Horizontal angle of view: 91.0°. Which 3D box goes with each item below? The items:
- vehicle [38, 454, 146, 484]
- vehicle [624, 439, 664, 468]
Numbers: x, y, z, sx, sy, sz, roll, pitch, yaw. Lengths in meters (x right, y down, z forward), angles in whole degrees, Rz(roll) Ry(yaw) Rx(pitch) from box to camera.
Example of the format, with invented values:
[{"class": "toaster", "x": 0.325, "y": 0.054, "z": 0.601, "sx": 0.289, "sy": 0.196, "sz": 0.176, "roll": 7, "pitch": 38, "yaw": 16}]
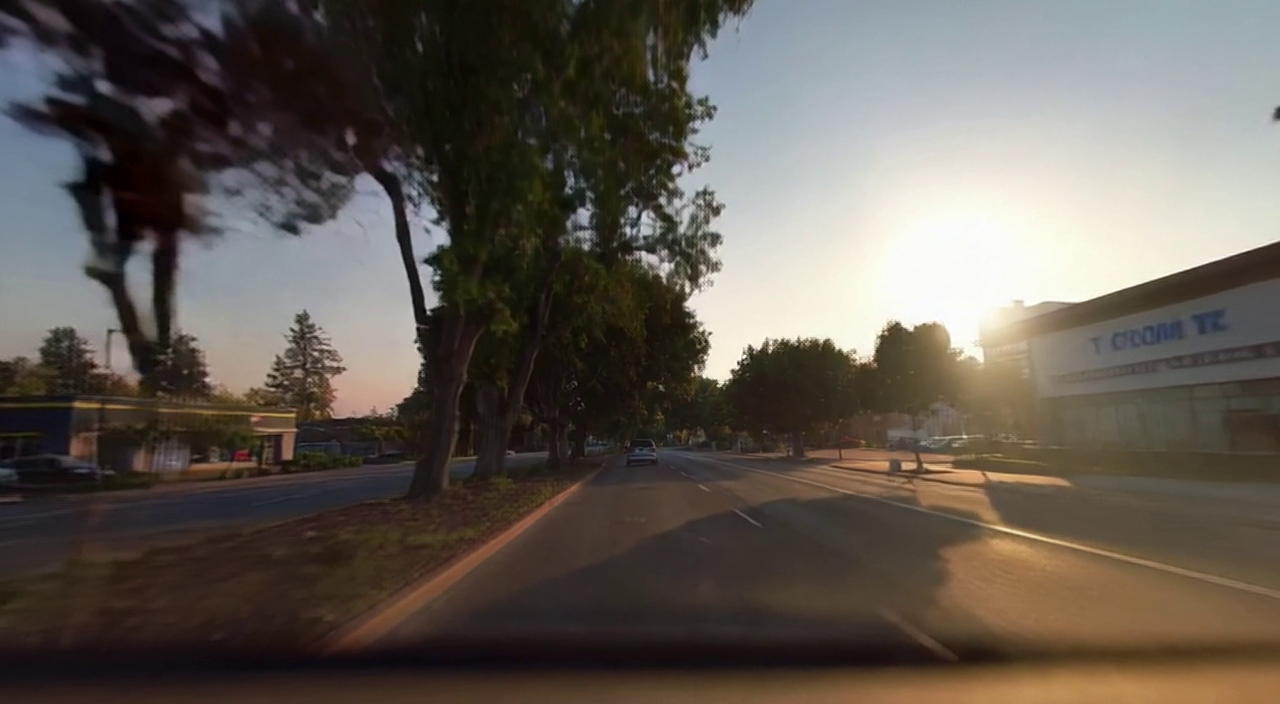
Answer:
[{"class": "vehicle", "x": -31.099, "y": 6.632, "z": 35.948, "sx": 1.873, "sy": 1.513, "sz": 5.019, "roll": -3, "pitch": -9, "yaw": -3}, {"class": "vehicle", "x": 0.166, "y": 5.428, "z": 33.733, "sx": 1.998, "sy": 1.452, "sz": 3.773, "roll": 0, "pitch": -8, "yaw": -1}]
